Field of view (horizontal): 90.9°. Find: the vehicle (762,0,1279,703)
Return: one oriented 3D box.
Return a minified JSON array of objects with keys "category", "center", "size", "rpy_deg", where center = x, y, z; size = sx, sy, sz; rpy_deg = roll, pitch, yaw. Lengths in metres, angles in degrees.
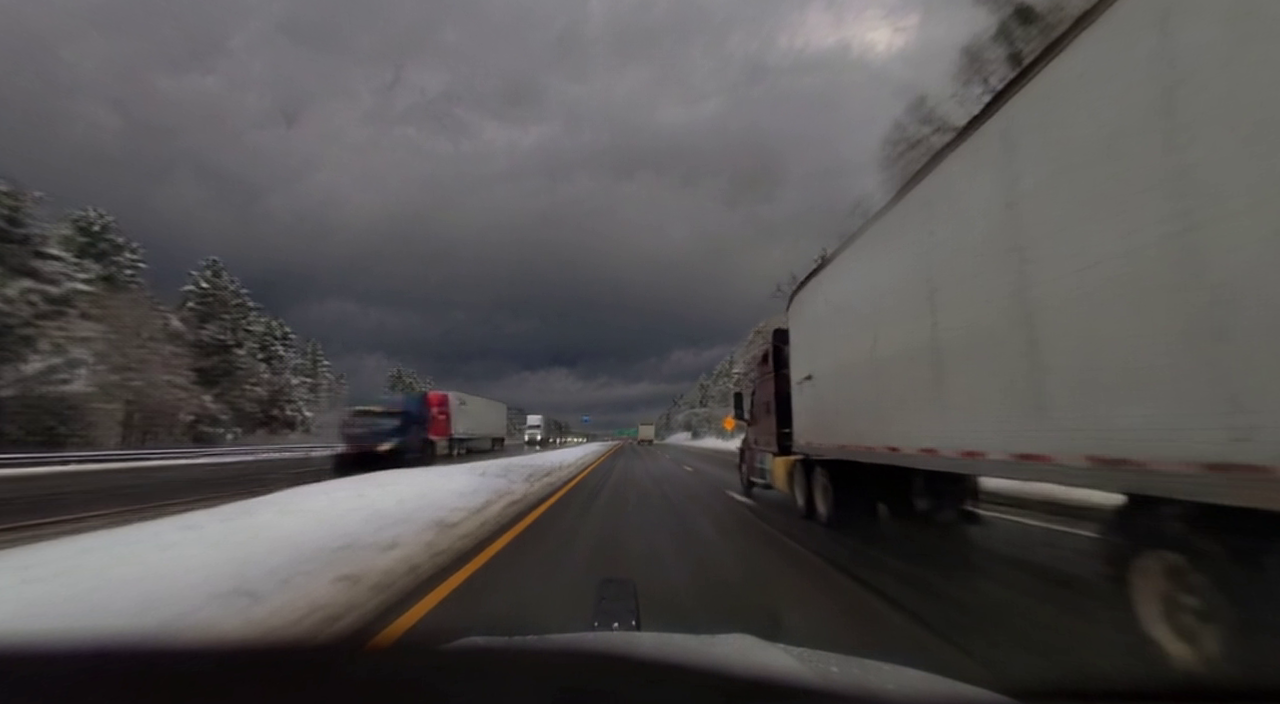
[{"category":"vehicle","center":[3.952,0.174,6.866],"size":[2.911,3.994,10.840],"rpy_deg":[0,-8,-1]}]

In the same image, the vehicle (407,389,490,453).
[{"category":"vehicle","center":[-13.088,4.938,44.174],"size":[2.933,4.039,9.567],"rpy_deg":[0,-8,-1]}]

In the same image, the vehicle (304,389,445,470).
[{"category":"vehicle","center":[-9.594,2.942,23.737],"size":[2.261,2.615,6.889],"rpy_deg":[0,-8,0]}]
